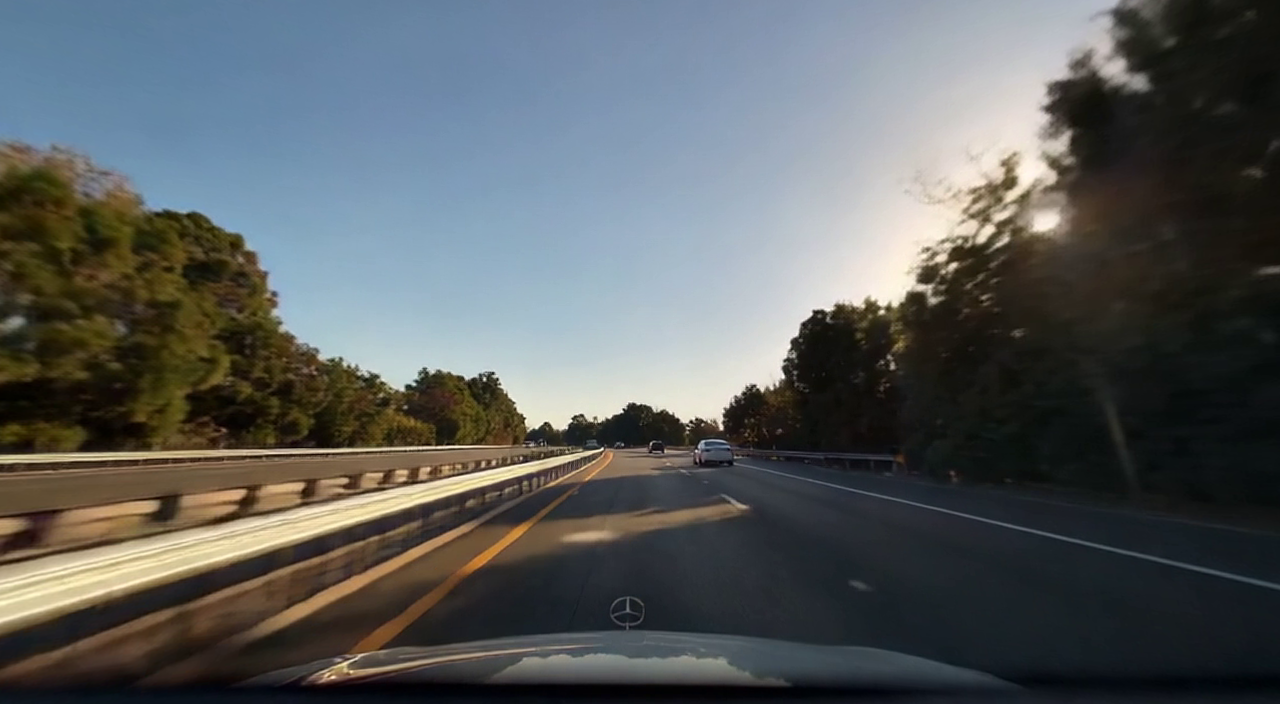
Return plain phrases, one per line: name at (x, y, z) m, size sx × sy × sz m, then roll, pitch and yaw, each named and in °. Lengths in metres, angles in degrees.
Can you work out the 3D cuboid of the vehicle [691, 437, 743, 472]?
vehicle at (3.646, 4.882, 30.274) m, size 1.945 × 1.538 × 3.729 m, roll 0°, pitch -8°, yaw -1°
